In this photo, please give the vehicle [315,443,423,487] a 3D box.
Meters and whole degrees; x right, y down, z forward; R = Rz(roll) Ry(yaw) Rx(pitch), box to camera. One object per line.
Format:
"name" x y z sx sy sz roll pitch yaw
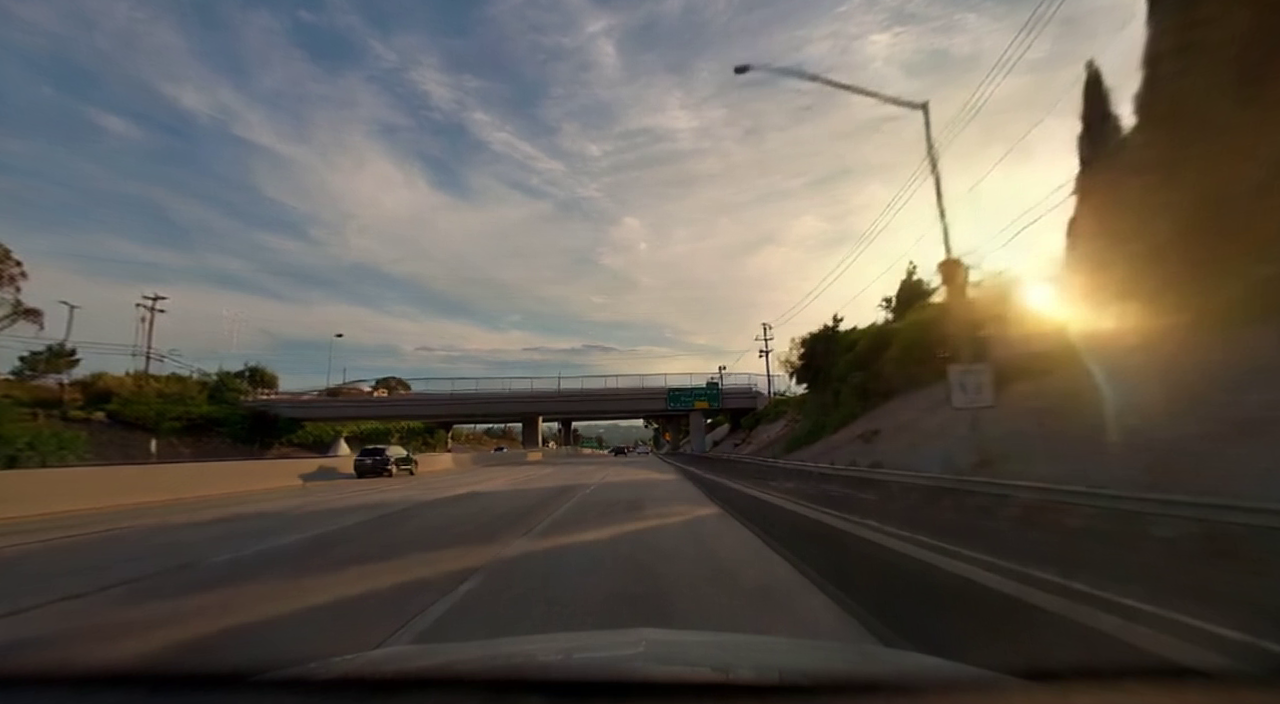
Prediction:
"vehicle" -10.144 4.235 24.066 2.056 1.476 4.562 -1 -8 1
